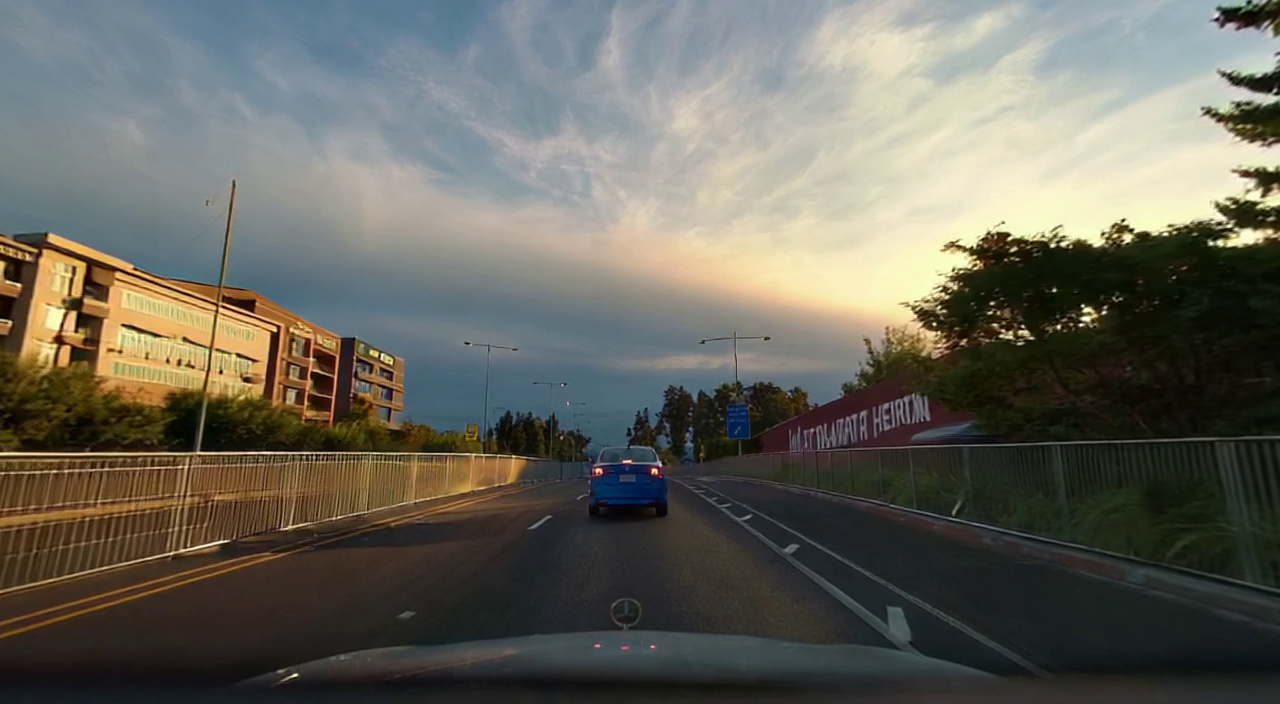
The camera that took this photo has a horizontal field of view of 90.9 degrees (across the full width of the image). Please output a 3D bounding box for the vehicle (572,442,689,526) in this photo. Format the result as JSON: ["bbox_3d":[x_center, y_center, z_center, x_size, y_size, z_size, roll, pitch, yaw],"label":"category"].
[{"bbox_3d":[-0.176,2.640,13.137,2.063,1.442,3.933,0,-9,0],"label":"vehicle"}]
